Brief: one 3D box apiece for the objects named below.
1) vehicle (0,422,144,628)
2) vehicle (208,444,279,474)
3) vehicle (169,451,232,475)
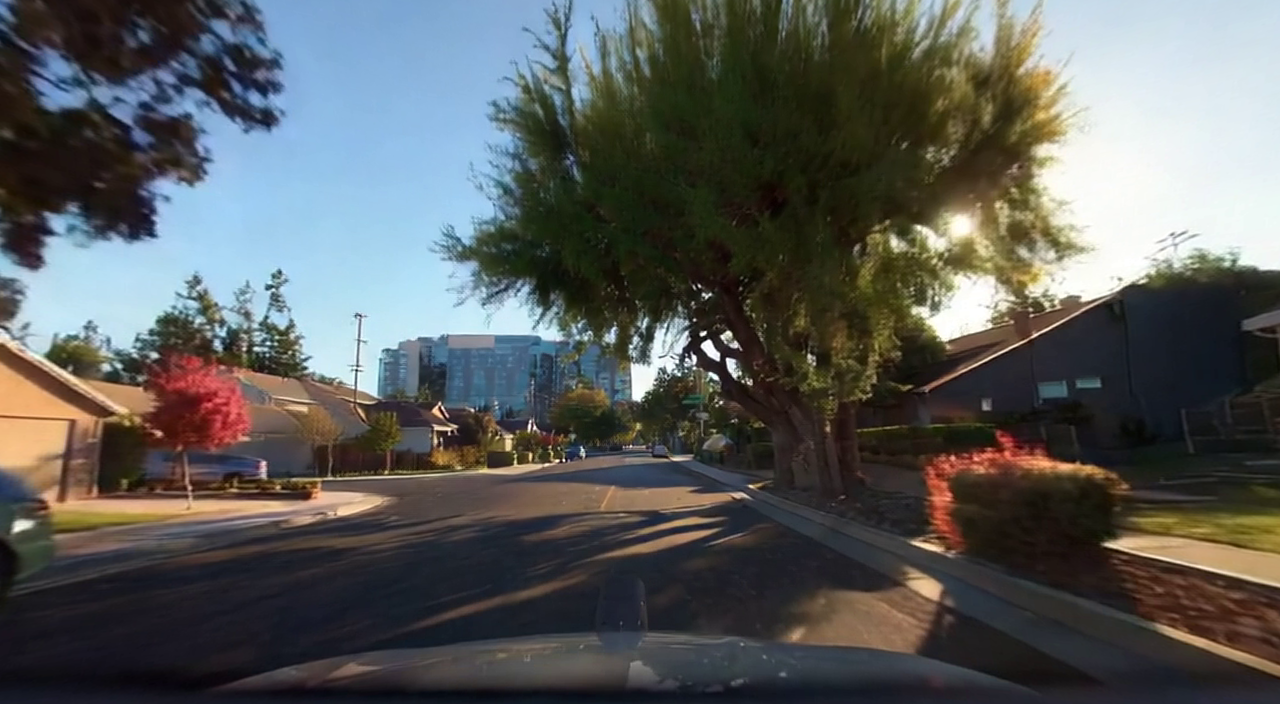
[{"bbox_3d":[-6.485,1.321,4.350,2.078,1.745,5.119,0,-9,-2],"label":"vehicle"},{"bbox_3d":[-27.894,7.523,44.670,1.906,2.020,5.006,0,-9,-3],"label":"vehicle"},{"bbox_3d":[-30.730,7.743,44.338,1.858,1.538,4.217,1,-9,-8],"label":"vehicle"}]
